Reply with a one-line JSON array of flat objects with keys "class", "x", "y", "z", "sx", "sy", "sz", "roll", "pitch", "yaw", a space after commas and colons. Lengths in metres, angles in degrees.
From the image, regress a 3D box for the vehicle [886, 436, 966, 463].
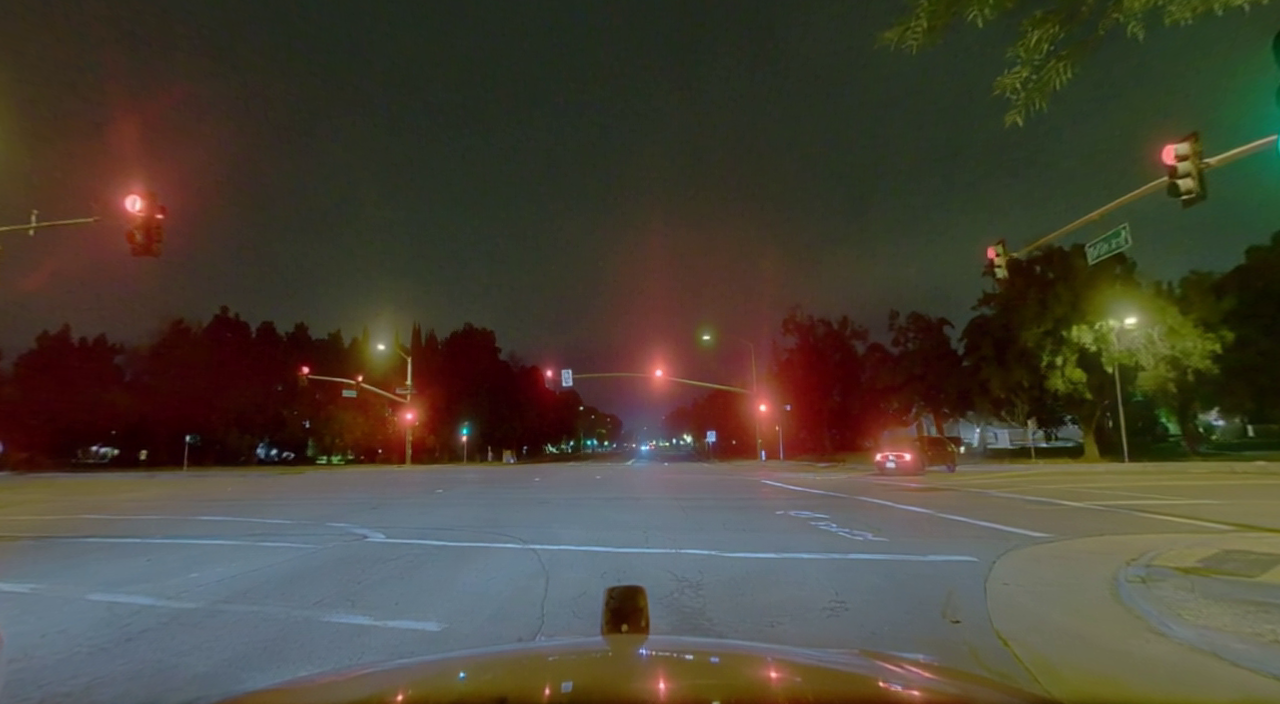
[{"class": "vehicle", "x": 16.086, "y": 5.511, "z": 35.591, "sx": 3.952, "sy": 1.468, "sz": 1.768, "roll": -4, "pitch": -9, "yaw": 22}]
